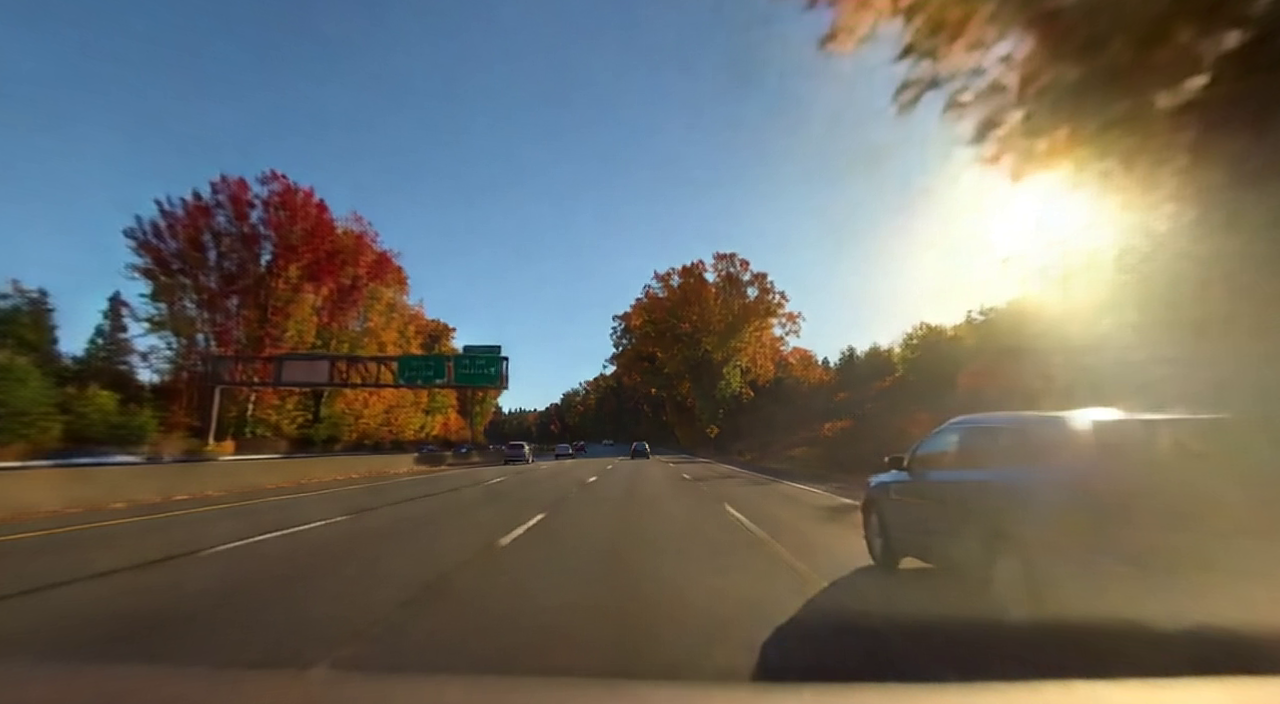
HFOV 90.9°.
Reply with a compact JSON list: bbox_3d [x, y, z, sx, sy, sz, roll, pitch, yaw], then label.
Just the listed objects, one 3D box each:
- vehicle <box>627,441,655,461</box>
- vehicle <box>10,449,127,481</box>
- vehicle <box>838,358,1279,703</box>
[{"bbox_3d":[0.073,7.376,47.097,1.985,1.450,4.266,0,-8,0],"label":"vehicle"},{"bbox_3d":[-28.801,5.665,31.973,1.839,1.450,4.394,0,-8,0],"label":"vehicle"},{"bbox_3d":[3.293,1.176,4.919,2.120,1.706,4.226,0,-8,0],"label":"vehicle"}]
